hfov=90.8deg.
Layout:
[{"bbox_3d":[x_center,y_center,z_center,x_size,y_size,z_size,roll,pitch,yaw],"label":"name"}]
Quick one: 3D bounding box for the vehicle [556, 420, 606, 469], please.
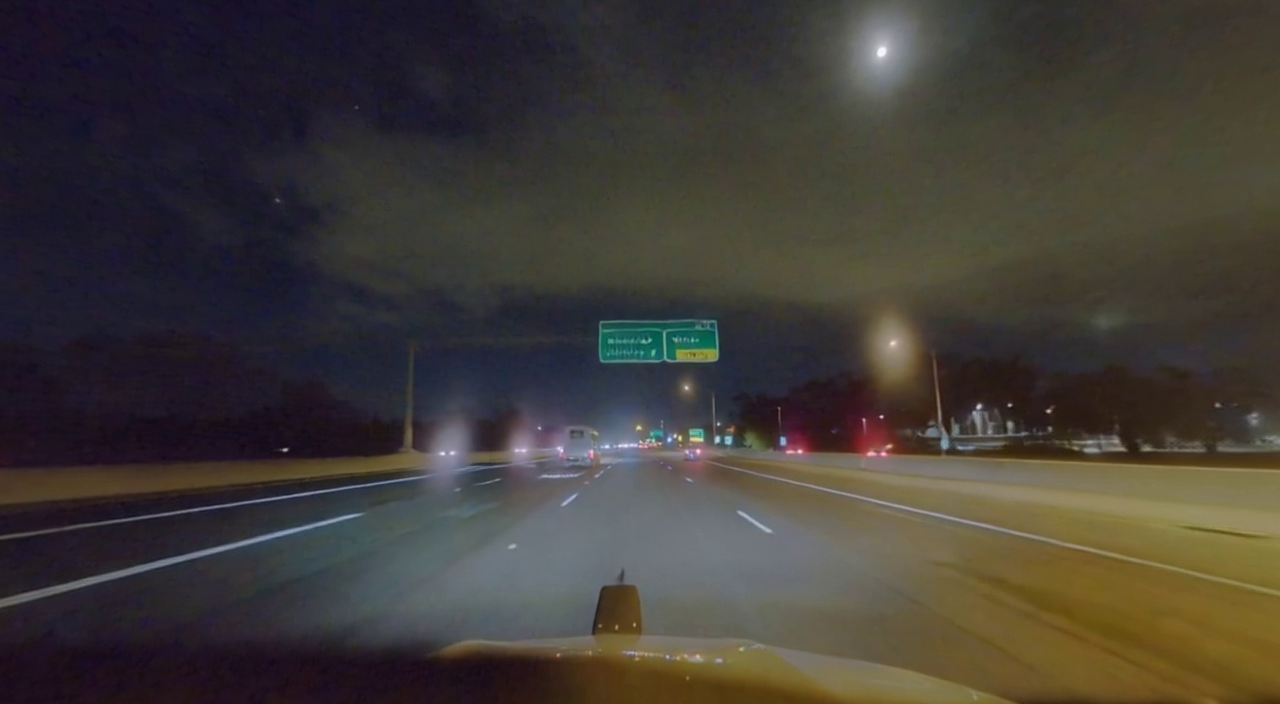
[{"bbox_3d":[-3.776,6.118,41.848,2.881,2.937,7.045,0,-9,-2],"label":"vehicle"}]
